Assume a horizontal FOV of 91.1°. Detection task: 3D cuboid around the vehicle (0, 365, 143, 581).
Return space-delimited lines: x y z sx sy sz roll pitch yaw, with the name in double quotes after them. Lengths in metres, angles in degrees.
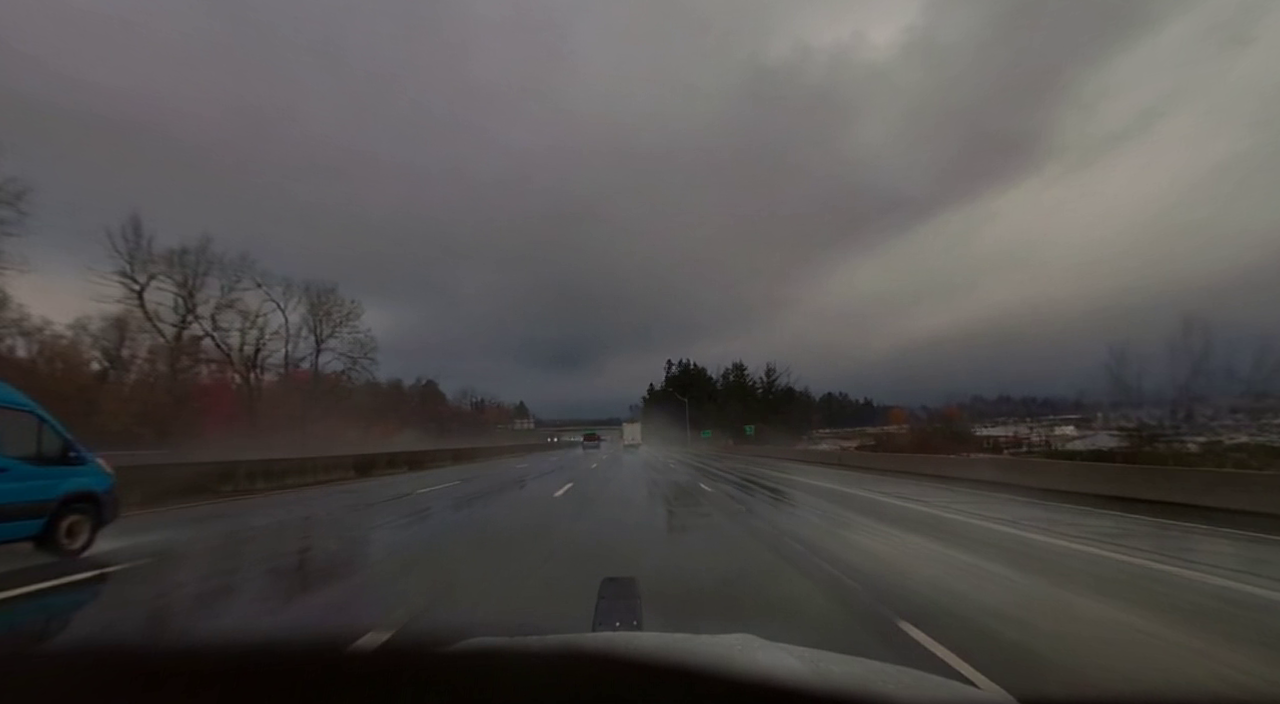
-6.991 0.986 4.797 2.150 1.996 5.341 0 -8 -2 "vehicle"
